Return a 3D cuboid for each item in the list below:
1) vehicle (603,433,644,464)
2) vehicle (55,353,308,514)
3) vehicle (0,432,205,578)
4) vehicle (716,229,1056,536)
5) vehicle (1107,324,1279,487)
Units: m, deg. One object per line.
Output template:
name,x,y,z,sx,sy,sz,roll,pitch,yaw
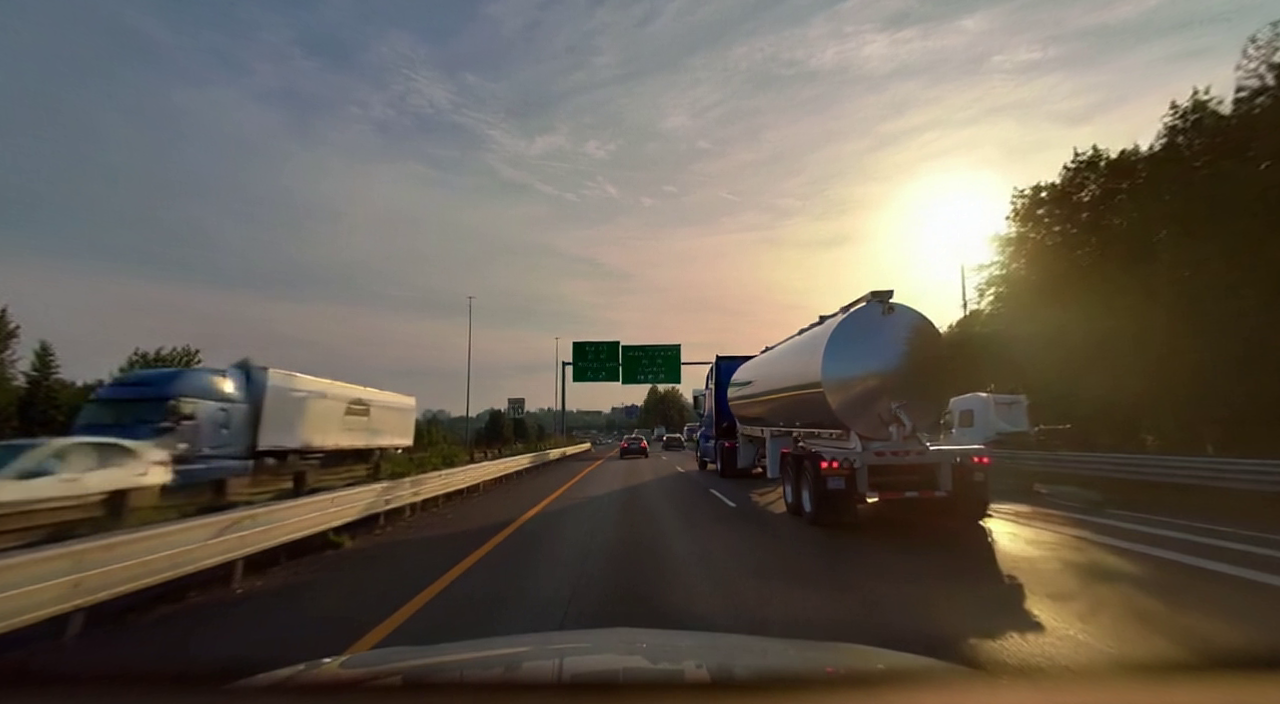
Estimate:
vehicle,-0.852,4.990,32.727,2.000,1.510,3.518,0,-8,-1
vehicle,-12.996,2.403,18.744,3.003,4.019,5.876,0,-8,-1
vehicle,-8.565,1.973,8.669,1.991,1.712,4.495,0,-8,-1
vehicle,3.627,0.946,12.613,2.826,3.905,9.262,0,-8,-1
vehicle,17.222,1.357,15.905,2.722,4.038,8.781,2,-8,-13
